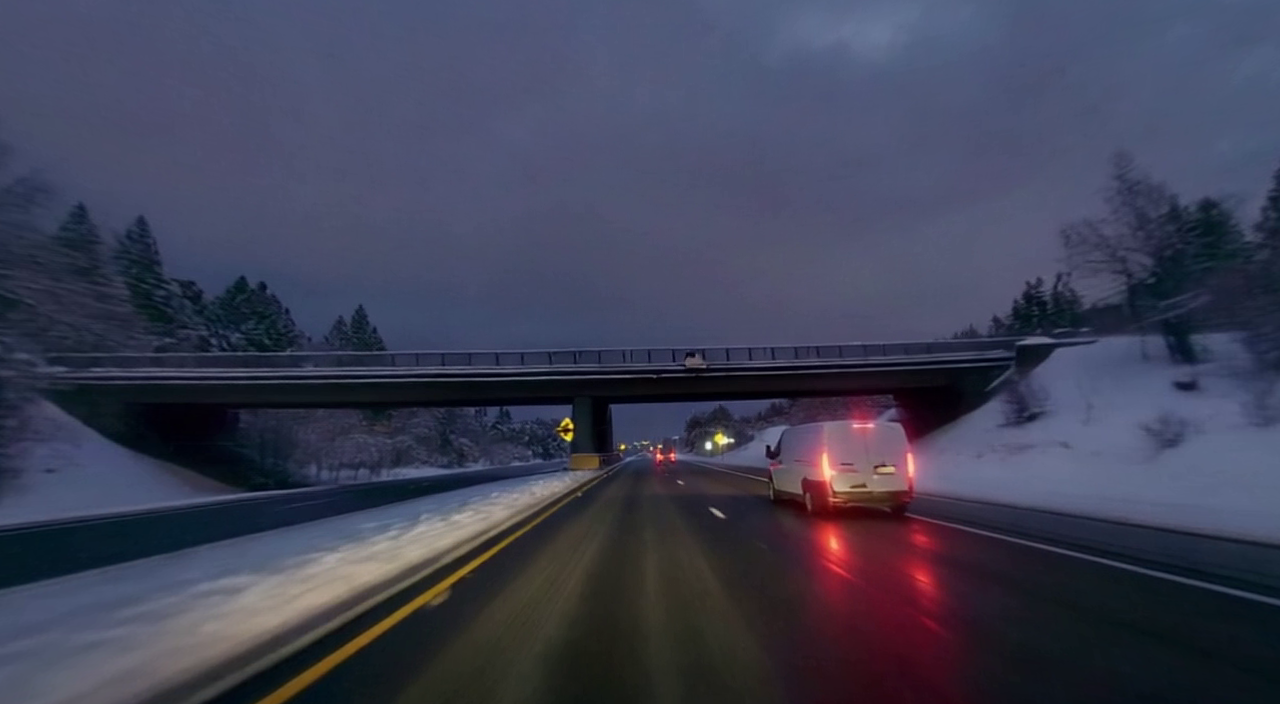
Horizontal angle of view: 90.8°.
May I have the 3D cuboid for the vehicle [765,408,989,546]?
[{"bbox_3d":[4.015,2.252,11.997,2.152,1.998,5.380,0,-9,0],"label":"vehicle"}]
